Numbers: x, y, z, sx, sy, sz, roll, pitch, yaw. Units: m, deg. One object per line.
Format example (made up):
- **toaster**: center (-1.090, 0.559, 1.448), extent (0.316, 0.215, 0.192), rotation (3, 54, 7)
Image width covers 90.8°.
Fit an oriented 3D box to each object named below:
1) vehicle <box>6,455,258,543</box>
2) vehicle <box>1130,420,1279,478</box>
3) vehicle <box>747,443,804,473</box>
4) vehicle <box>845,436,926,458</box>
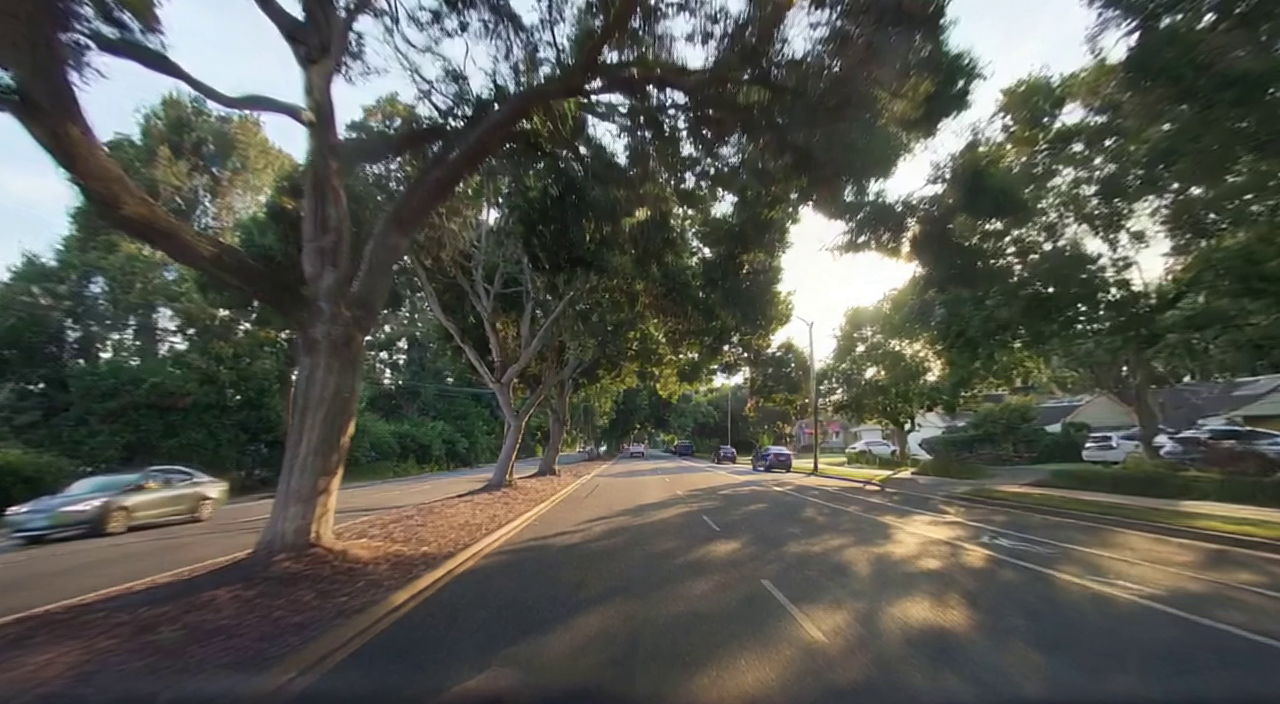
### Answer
- **vehicle**: center (-10.705, 3.067, 13.869), extent (1.913, 1.519, 4.335), rotation (0, -8, 0)
- **vehicle**: center (17.486, 2.830, 18.526), extent (4.482, 1.566, 2.034), rotation (0, -8, -1)
- **vehicle**: center (7.148, 5.623, 33.784), extent (2.010, 1.469, 4.548), rotation (0, -8, 0)
- **vehicle**: center (17.524, 6.822, 45.309), extent (4.793, 1.537, 2.353), rotation (1, -9, -6)
